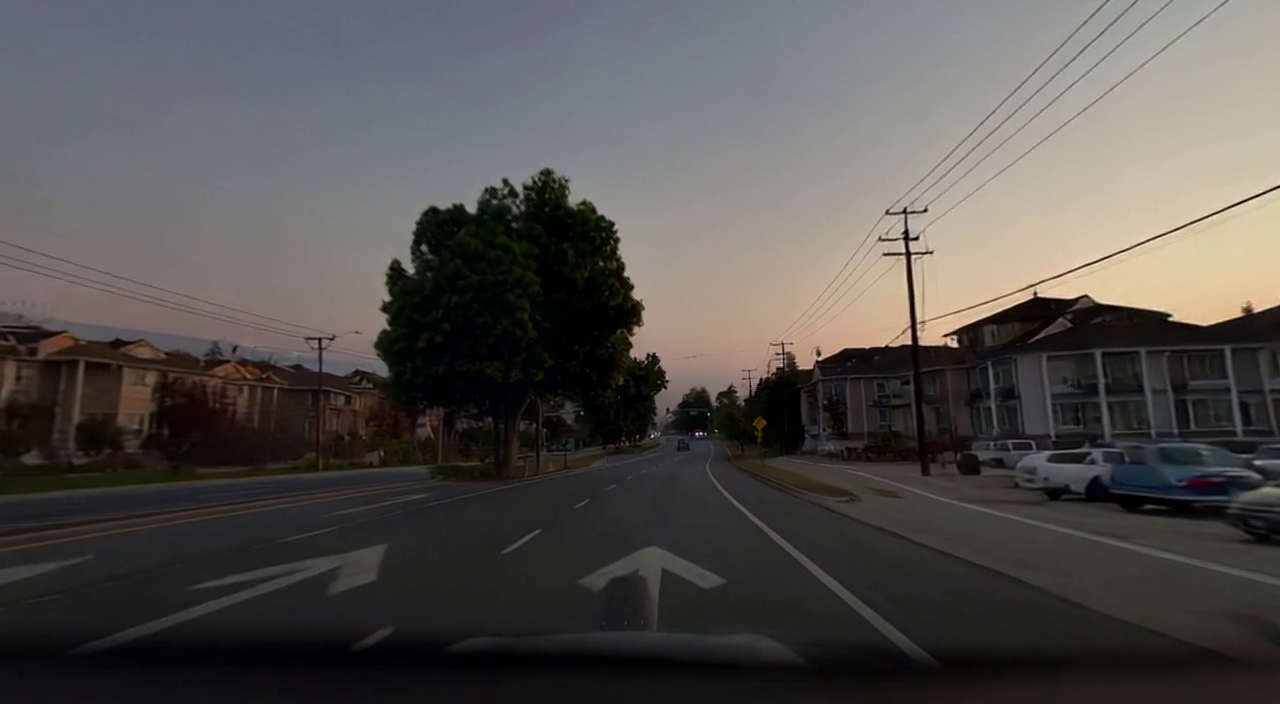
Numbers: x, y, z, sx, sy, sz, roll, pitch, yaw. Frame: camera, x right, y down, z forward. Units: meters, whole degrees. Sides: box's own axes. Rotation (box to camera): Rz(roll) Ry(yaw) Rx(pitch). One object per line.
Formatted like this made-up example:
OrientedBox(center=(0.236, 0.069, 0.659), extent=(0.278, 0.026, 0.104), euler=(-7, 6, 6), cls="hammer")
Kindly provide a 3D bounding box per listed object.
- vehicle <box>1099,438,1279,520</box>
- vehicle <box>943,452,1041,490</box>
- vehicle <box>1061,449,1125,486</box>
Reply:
OrientedBox(center=(15.093, 3.302, 16.493), extent=(4.793, 1.937, 1.996), euler=(-6, -13, 34), cls="vehicle")
OrientedBox(center=(16.670, 5.648, 30.167), extent=(1.832, 1.413, 4.505), euler=(-6, -8, -4), cls="vehicle")
OrientedBox(center=(20.157, 5.113, 28.202), extent=(1.667, 1.467, 3.821), euler=(-4, -10, 27), cls="vehicle")
